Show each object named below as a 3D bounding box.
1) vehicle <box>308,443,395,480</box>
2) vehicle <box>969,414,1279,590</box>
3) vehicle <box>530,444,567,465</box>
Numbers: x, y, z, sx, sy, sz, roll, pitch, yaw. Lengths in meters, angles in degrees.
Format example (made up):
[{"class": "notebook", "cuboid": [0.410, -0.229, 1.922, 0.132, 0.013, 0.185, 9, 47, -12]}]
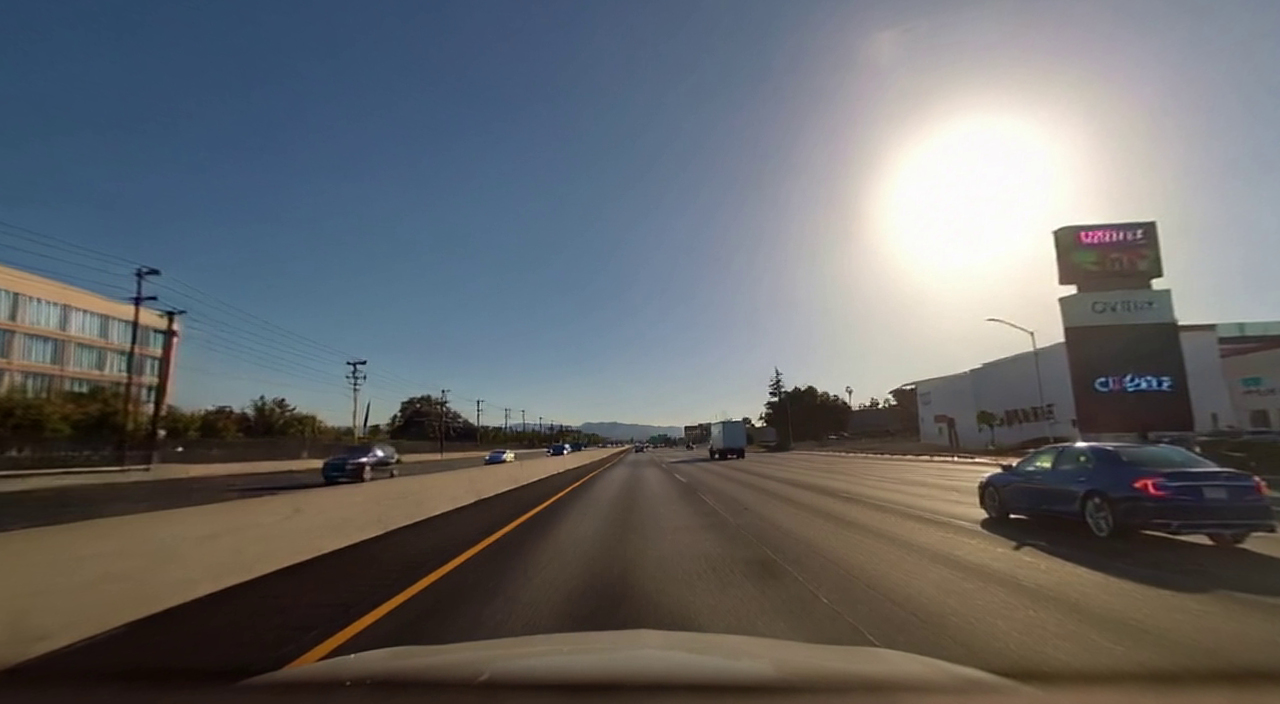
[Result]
[{"class": "vehicle", "cuboid": [-14.649, 5.562, 32.218, 2.137, 1.729, 4.767, 0, -8, 1]}, {"class": "vehicle", "cuboid": [6.573, 1.670, 7.884, 2.079, 1.518, 5.032, 0, -8, -1]}, {"class": "vehicle", "cuboid": [-7.020, 7.919, 48.616, 2.071, 1.503, 4.636, 0, -9, 2]}]
